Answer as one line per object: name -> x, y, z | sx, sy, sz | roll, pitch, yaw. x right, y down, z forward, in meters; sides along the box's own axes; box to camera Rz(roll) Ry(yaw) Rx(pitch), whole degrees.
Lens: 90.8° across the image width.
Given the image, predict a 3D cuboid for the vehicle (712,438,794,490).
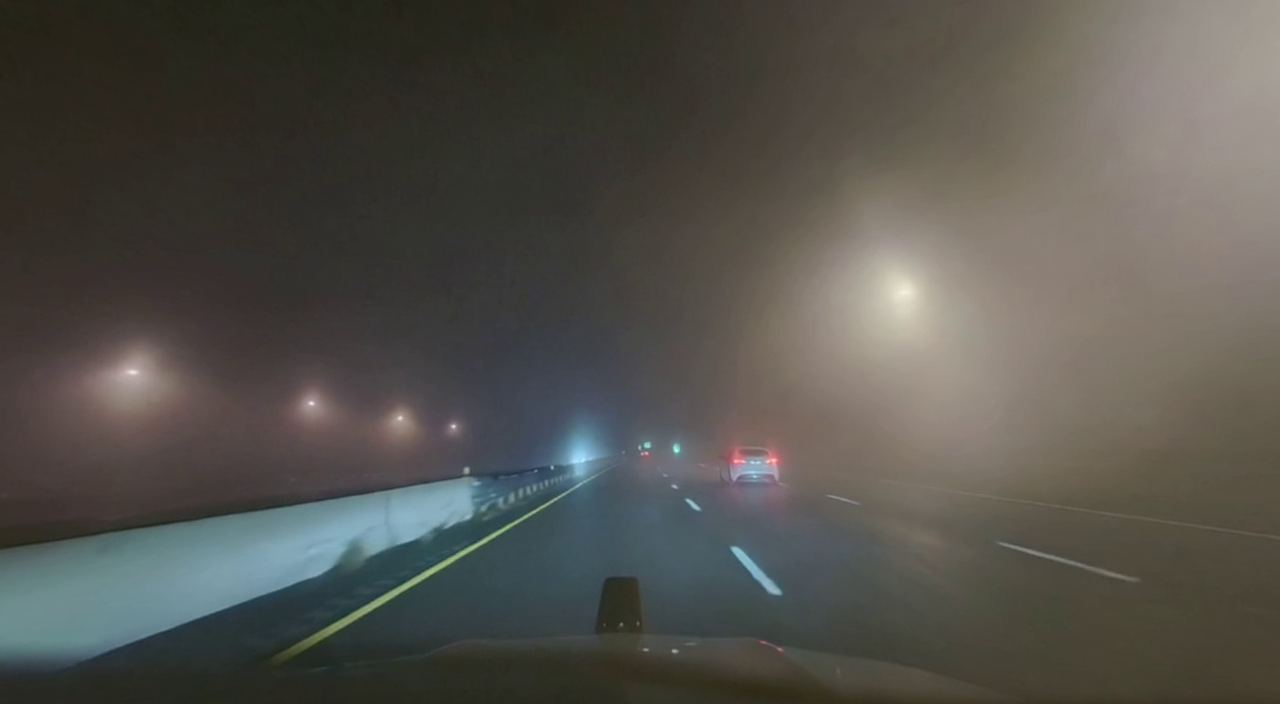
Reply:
vehicle -> 3.556, 3.622, 20.688 | 1.874, 1.506, 4.116 | 0, -9, 0
